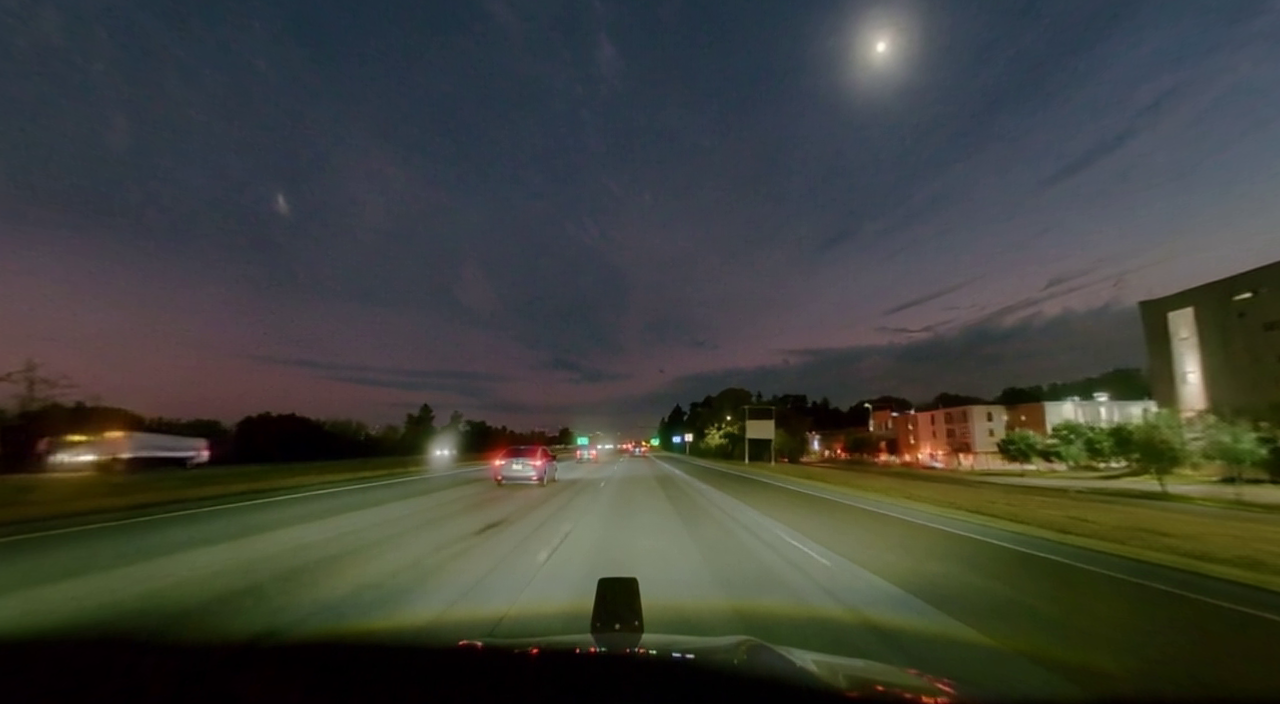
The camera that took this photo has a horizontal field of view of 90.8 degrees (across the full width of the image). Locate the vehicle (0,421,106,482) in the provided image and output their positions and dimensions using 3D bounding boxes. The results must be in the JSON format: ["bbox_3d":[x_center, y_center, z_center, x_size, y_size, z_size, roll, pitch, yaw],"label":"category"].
[{"bbox_3d":[-39.586,6.633,42.191,3.158,3.804,5.041,0,-9,-1],"label":"vehicle"}]

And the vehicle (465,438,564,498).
[{"bbox_3d":[-3.345,3.192,17.729,1.920,1.463,4.134,0,-8,0],"label":"vehicle"}]
